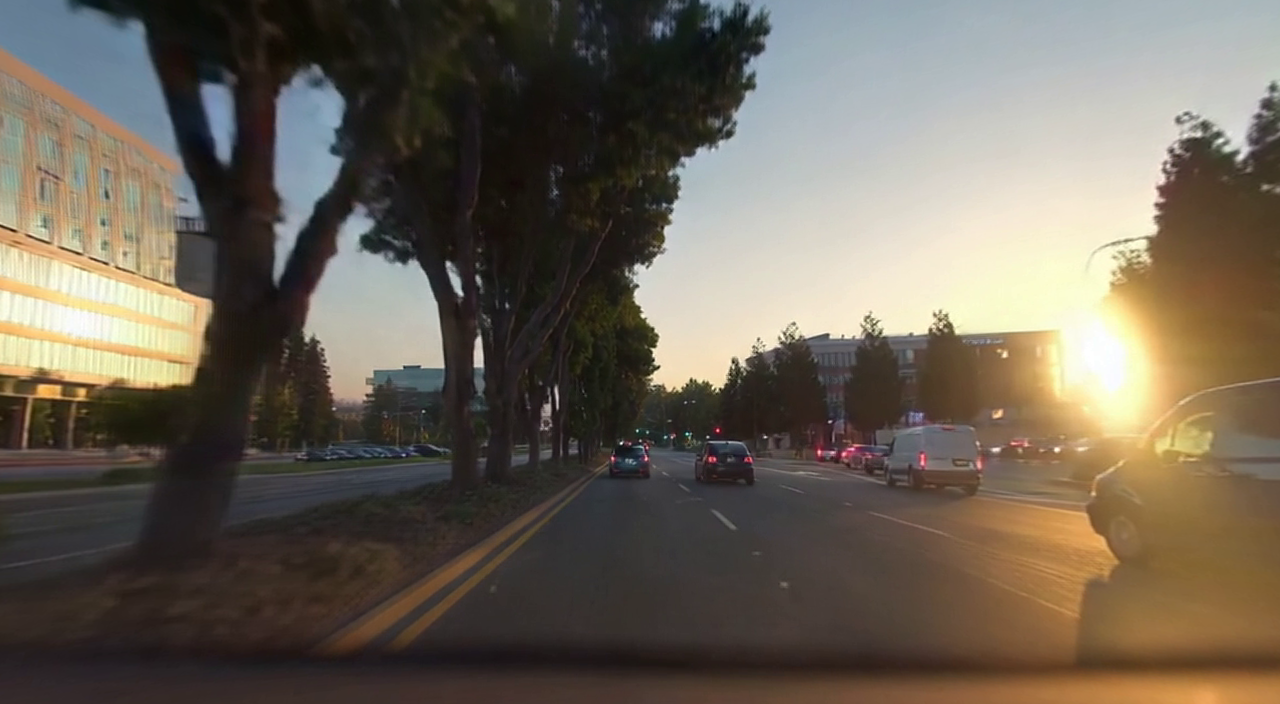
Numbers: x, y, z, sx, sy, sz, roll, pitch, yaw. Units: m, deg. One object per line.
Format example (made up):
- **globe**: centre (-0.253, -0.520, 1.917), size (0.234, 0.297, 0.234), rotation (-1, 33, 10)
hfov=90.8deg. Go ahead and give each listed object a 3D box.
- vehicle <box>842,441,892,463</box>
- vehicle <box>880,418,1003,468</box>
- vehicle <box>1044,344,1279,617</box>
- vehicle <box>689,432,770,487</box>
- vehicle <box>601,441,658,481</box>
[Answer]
- **vehicle**: centre (17.100, 7.561, 47.862), size (2.065, 1.603, 4.264), rotation (0, -8, -3)
- **vehicle**: centre (17.642, 5.355, 37.150), size (5.907, 2.777, 2.431), rotation (0, -8, -2)
- **vehicle**: centre (6.317, 0.998, 4.911), size (2.573, 2.127, 5.568), rotation (0, -8, -1)
- **vehicle**: centre (3.005, 3.717, 22.118), size (2.047, 1.711, 4.265), rotation (0, -8, -2)
- **vehicle**: centre (-0.414, 4.297, 25.243), size (2.095, 1.456, 3.873), rotation (0, -8, -1)
